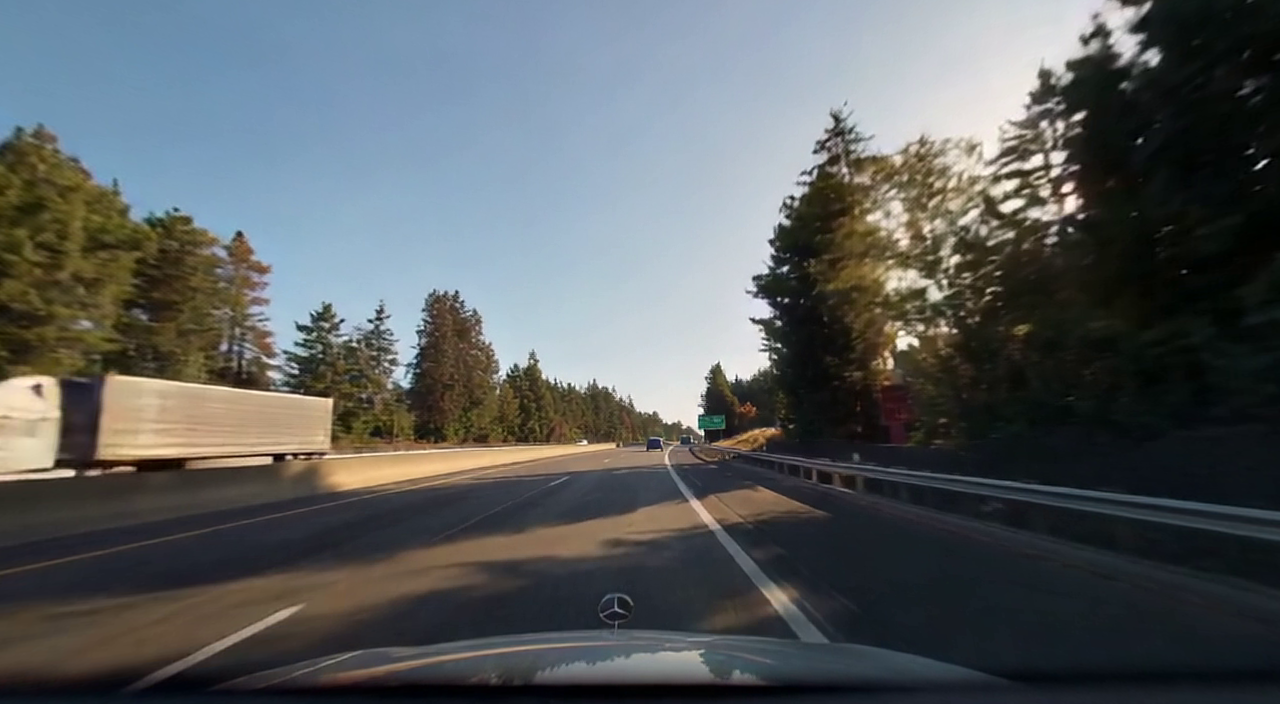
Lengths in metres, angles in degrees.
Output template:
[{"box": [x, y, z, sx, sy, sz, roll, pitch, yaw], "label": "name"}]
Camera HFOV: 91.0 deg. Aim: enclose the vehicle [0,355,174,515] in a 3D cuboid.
[{"box": [-17.561, 2.474, 18.471, 3.016, 3.977, 5.961, 0, -8, 0], "label": "vehicle"}]
